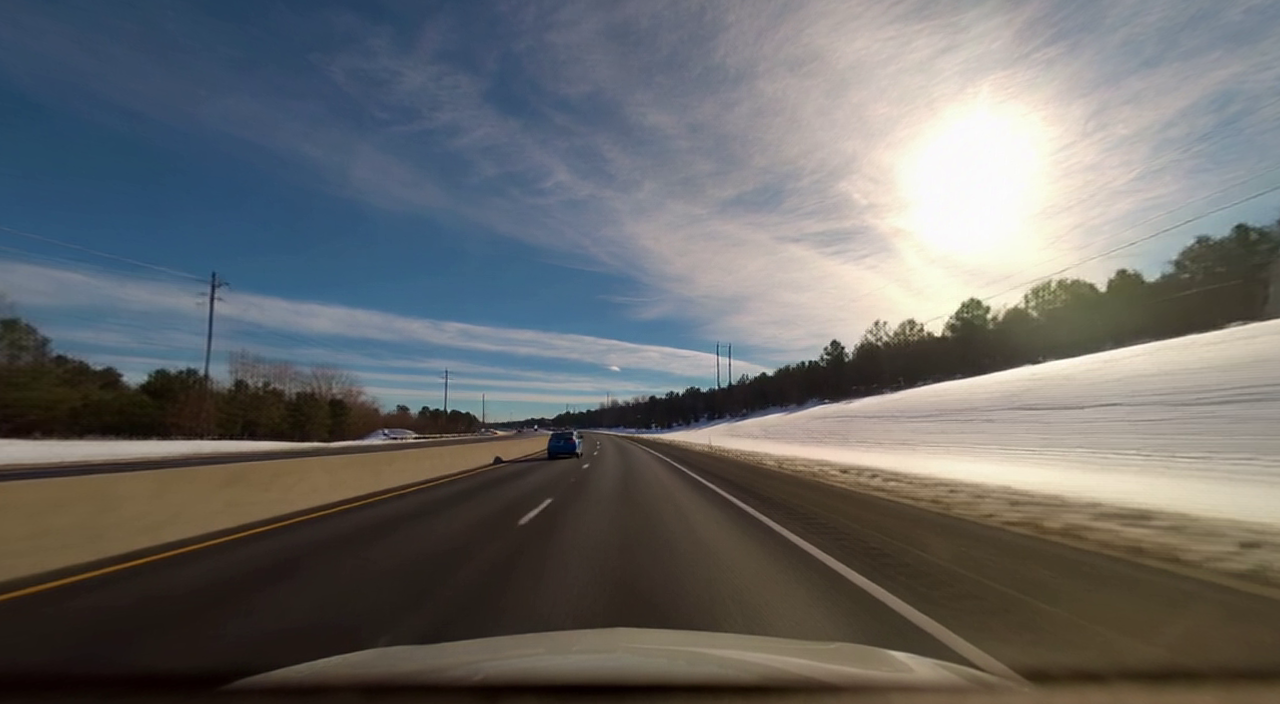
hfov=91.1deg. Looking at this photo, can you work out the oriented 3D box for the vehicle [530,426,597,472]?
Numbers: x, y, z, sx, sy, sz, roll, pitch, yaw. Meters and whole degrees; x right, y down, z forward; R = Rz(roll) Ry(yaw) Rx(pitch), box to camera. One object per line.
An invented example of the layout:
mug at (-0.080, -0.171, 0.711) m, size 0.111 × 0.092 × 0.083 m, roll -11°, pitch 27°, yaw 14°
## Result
vehicle at (-2.700, 3.530, 23.127) m, size 1.999 × 1.536 × 3.969 m, roll 0°, pitch -8°, yaw 0°
